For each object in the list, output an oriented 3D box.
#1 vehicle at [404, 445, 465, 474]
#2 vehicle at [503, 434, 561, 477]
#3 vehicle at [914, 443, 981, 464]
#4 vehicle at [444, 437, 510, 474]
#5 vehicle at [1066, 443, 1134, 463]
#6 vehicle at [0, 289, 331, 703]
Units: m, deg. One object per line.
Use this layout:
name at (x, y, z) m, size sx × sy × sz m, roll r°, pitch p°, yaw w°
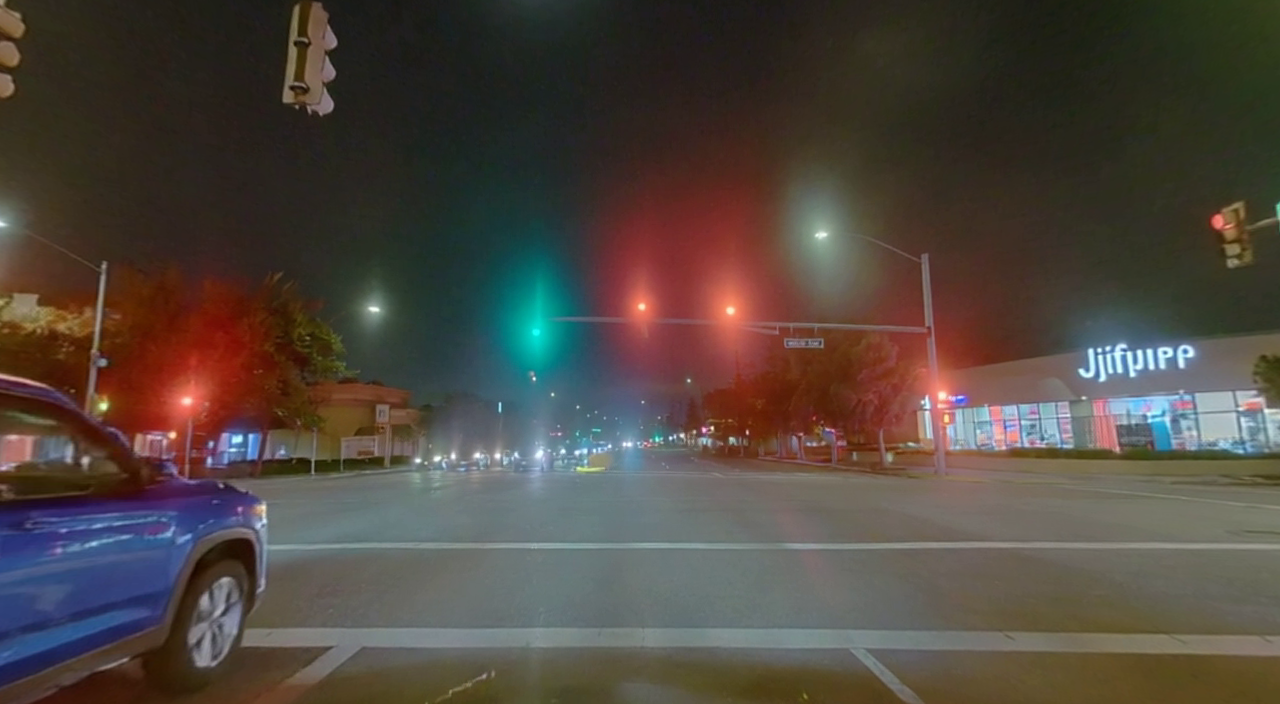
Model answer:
vehicle at (-11.322, 5.927, 35.143) m, size 2.003 × 1.476 × 4.082 m, roll 0°, pitch -8°, yaw 1°
vehicle at (-4.925, 4.774, 29.493) m, size 2.384 × 1.787 × 5.038 m, roll 1°, pitch -8°, yaw -6°
vehicle at (23.918, 7.896, 49.222) m, size 4.135 × 1.417 × 1.851 m, roll -2°, pitch -9°, yaw 2°
vehicle at (-8.419, 5.393, 33.172) m, size 2.273 × 1.791 × 4.809 m, roll 0°, pitch -8°, yaw -1°
vehicle at (34.551, 7.606, 47.498) m, size 3.740 × 1.433 × 1.646 m, roll 0°, pitch -8°, yaw -1°
vehicle at (-3.511, 0.747, 2.454) m, size 2.313 × 1.883 × 5.016 m, roll 0°, pitch -8°, yaw -4°
